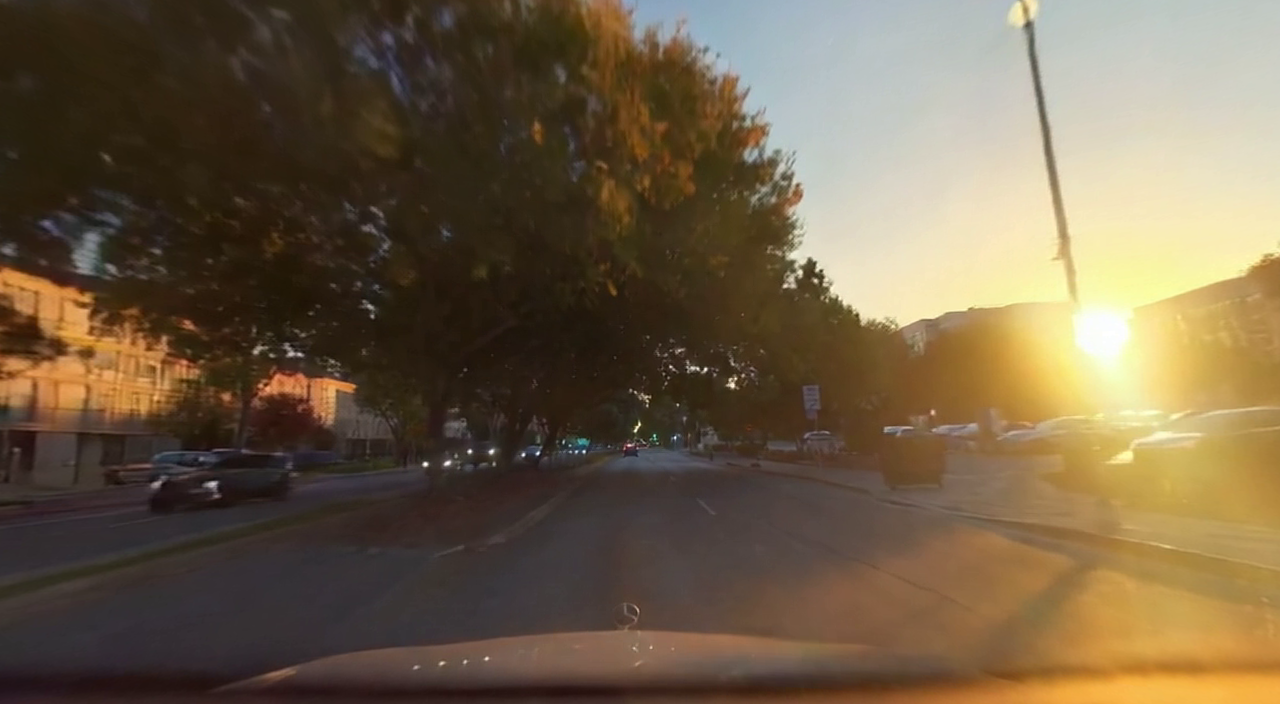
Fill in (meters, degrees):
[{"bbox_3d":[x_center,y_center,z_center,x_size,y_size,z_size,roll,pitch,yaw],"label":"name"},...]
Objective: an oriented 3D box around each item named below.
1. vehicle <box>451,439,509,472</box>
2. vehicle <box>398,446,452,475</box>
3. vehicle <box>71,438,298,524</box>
[{"bbox_3d":[-10.280,6.683,41.125,2.197,1.961,5.695,-1,-9,1],"label":"vehicle"},{"bbox_3d":[-13.596,6.867,40.255,1.918,1.679,4.213,0,-9,1],"label":"vehicle"},{"bbox_3d":[-10.510,2.974,15.160,2.025,1.704,4.523,0,-9,1],"label":"vehicle"}]
